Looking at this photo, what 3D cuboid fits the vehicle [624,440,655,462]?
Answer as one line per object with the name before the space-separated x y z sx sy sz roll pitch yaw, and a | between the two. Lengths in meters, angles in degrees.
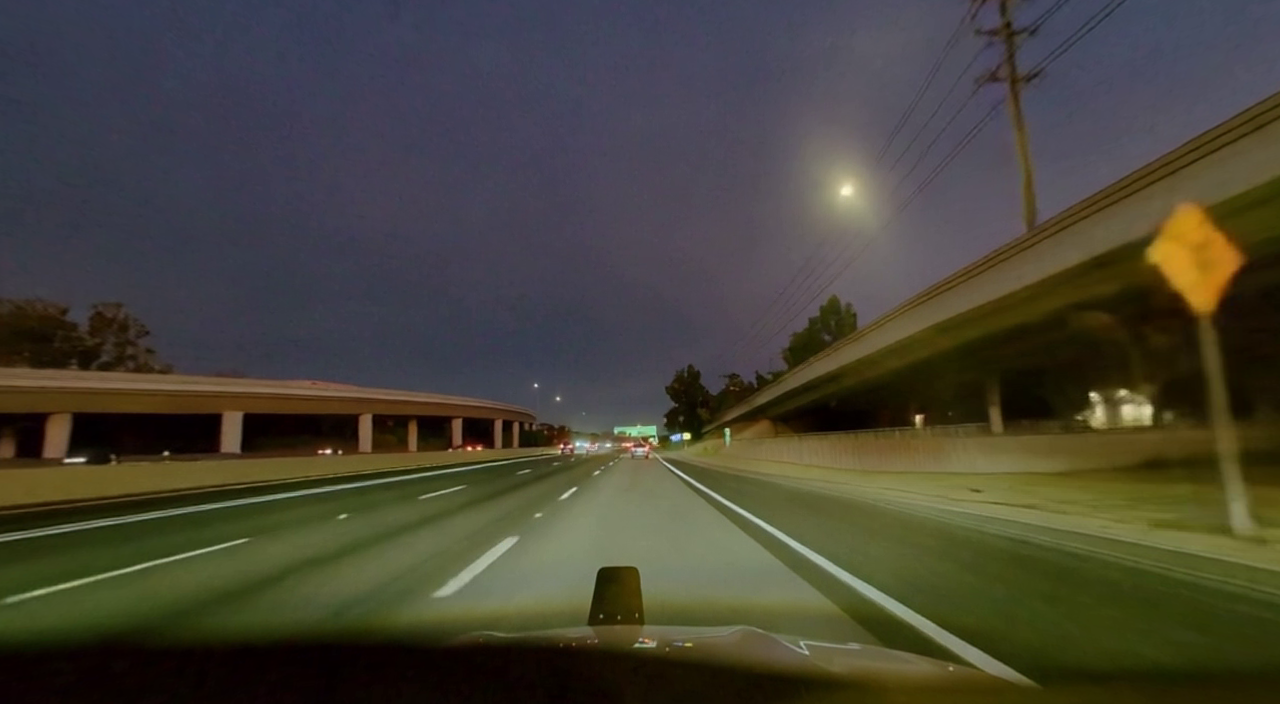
vehicle | -0.079 7.016 45.062 2.086 1.472 4.168 0 -8 -1
